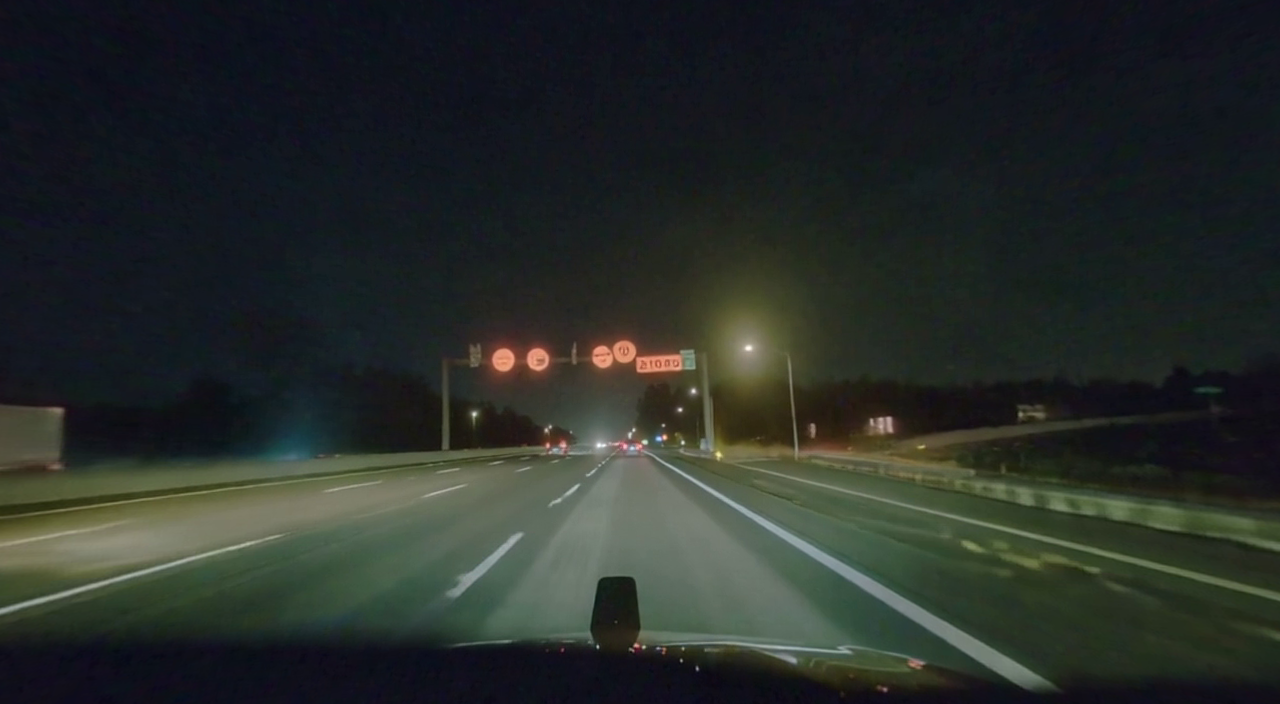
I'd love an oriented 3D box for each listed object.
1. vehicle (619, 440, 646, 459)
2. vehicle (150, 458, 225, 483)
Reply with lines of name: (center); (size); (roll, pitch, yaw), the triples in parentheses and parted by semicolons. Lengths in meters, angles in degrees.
vehicle: (-0.635, 7.633, 49.463); (2.072, 1.440, 3.690); (0, -8, -2)
vehicle: (-29.482, 7.719, 41.202); (1.863, 1.449, 4.350); (0, -8, -3)
